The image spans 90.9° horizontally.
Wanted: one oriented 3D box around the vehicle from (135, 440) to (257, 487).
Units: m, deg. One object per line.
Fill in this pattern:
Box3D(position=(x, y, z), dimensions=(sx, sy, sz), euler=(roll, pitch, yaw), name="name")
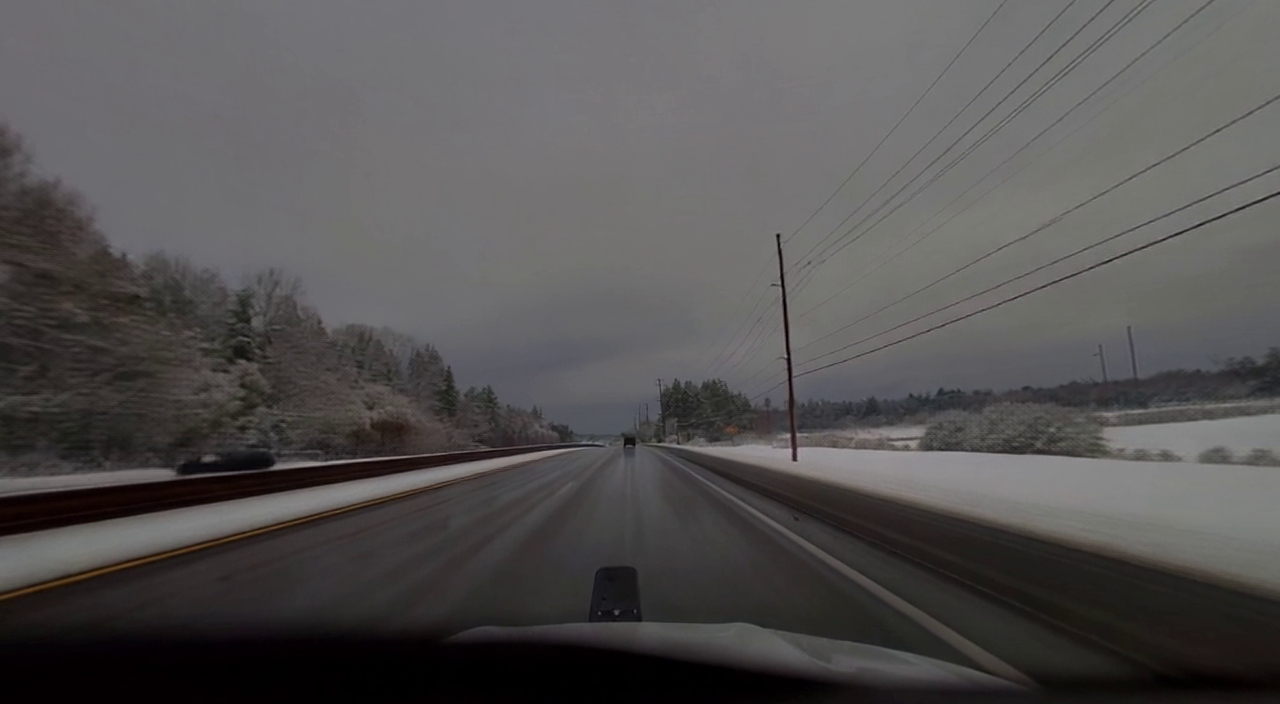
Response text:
Box3D(position=(-19.032, 4.754, 27.347), dimensions=(1.910, 1.699, 4.738), euler=(-5, -8, 0), name="vehicle")
